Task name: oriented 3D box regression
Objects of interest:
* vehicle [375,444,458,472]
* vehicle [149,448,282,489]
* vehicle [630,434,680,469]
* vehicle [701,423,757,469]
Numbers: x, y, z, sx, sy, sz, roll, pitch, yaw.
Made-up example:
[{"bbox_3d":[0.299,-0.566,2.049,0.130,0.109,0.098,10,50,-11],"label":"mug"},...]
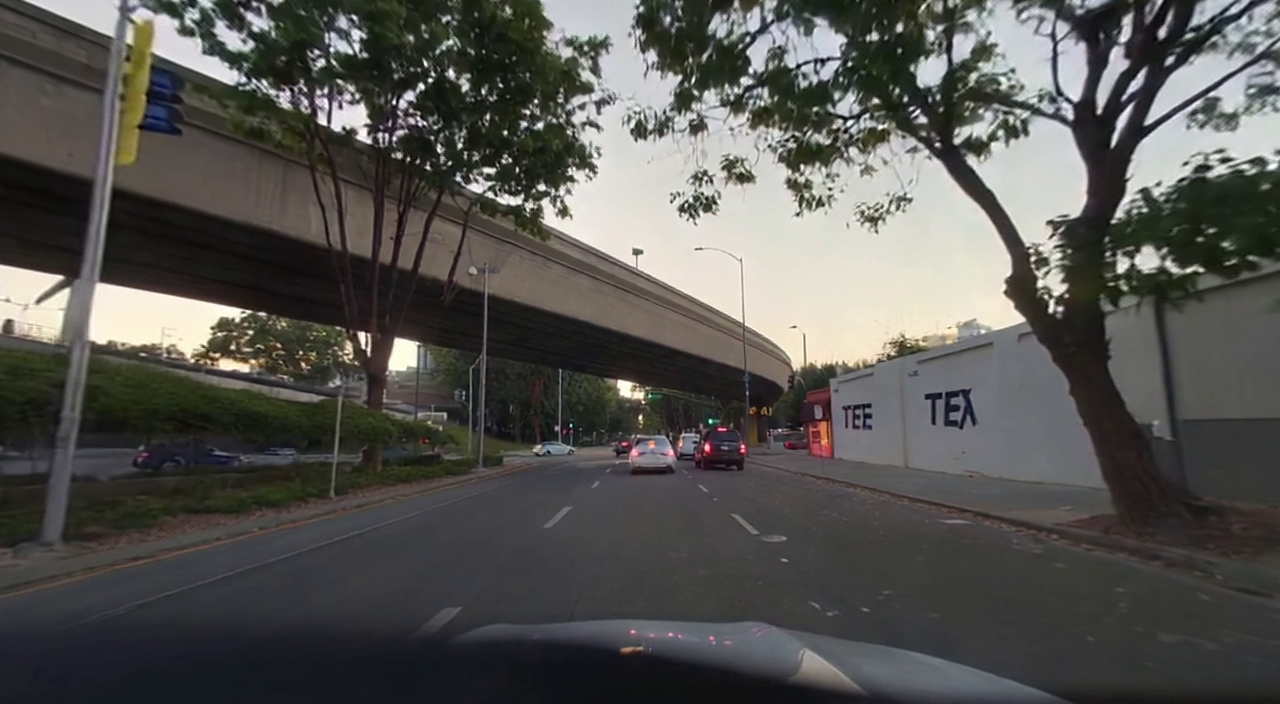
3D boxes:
[{"bbox_3d":[-13.229,6.277,37.577,1.860,1.543,4.302,-6,-10,35],"label":"vehicle"},{"bbox_3d":[-18.962,5.180,28.448,1.832,1.611,4.546,-5,-9,28],"label":"vehicle"},{"bbox_3d":[0.645,4.511,28.747,2.101,1.467,4.210,0,-8,0],"label":"vehicle"},{"bbox_3d":[4.151,4.484,30.095,2.080,1.999,4.379,0,-8,0],"label":"vehicle"}]
